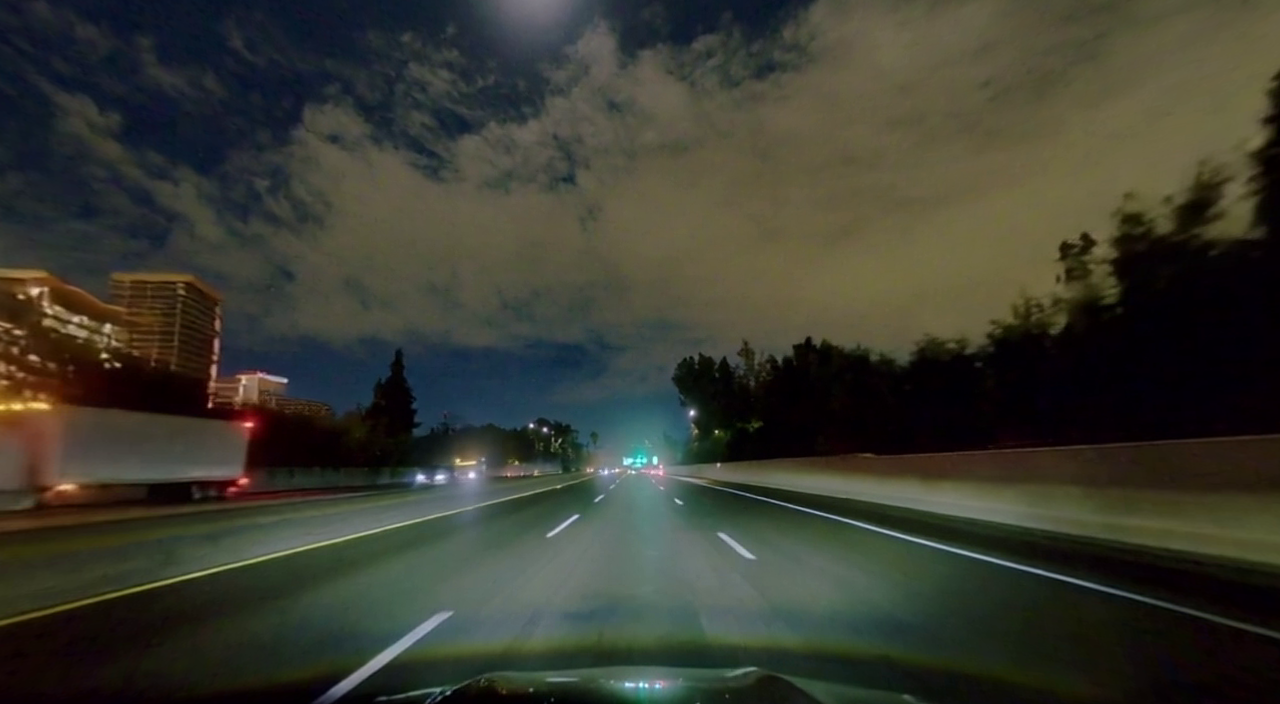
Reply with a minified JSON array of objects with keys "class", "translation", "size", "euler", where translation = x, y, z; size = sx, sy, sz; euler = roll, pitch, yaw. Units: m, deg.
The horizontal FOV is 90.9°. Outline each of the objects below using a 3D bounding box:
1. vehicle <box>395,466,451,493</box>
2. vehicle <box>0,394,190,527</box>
[{"class":"vehicle","translation":[-12.662,7.462,37.006],"size":[1.779,1.441,4.279],"euler":[1,-11,0]},{"class":"vehicle","translation":[-19.759,3.472,20.064],"size":[2.948,3.734,10.618],"euler":[1,-11,0]}]
